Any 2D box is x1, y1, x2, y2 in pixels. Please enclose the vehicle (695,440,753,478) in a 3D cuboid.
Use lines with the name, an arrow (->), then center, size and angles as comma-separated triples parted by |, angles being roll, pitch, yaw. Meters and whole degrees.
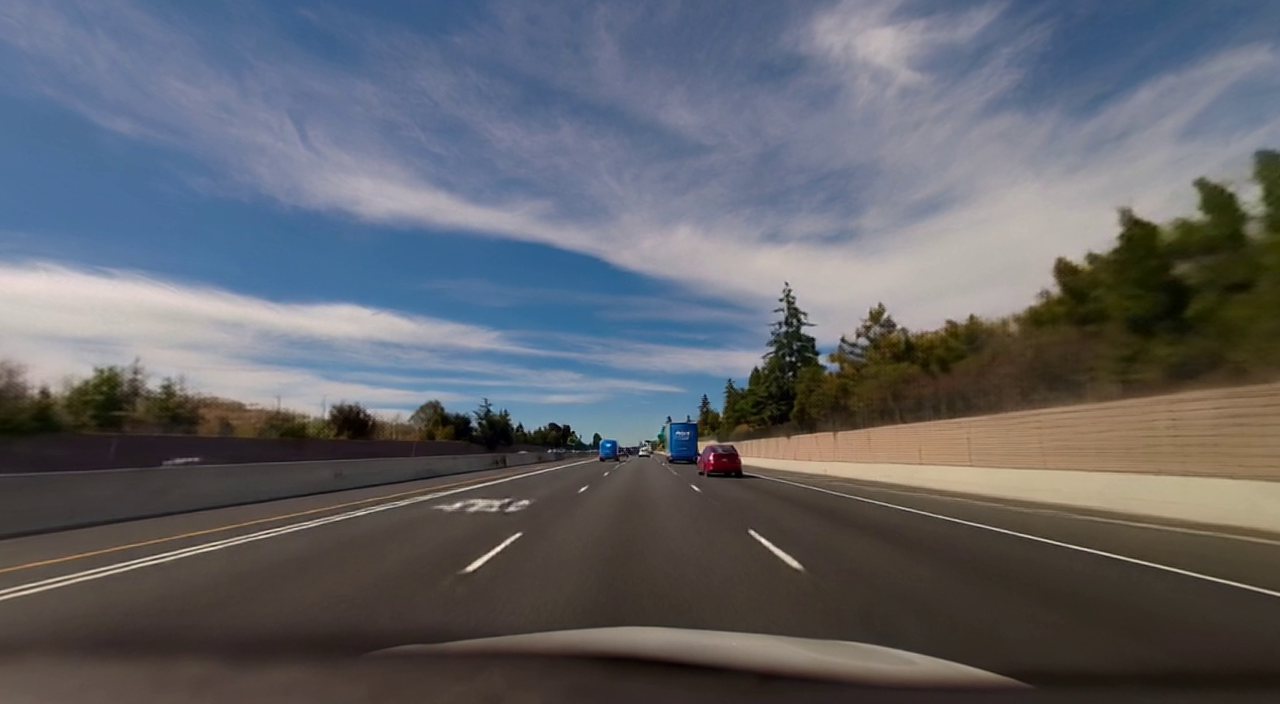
vehicle -> 3.877, 5.064, 29.951 | 2.066, 1.638, 4.158 | 0, -9, -1

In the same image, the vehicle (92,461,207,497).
vehicle -> -23.407, 6.039, 30.363 | 1.859, 1.486, 4.522 | 0, -9, 1
